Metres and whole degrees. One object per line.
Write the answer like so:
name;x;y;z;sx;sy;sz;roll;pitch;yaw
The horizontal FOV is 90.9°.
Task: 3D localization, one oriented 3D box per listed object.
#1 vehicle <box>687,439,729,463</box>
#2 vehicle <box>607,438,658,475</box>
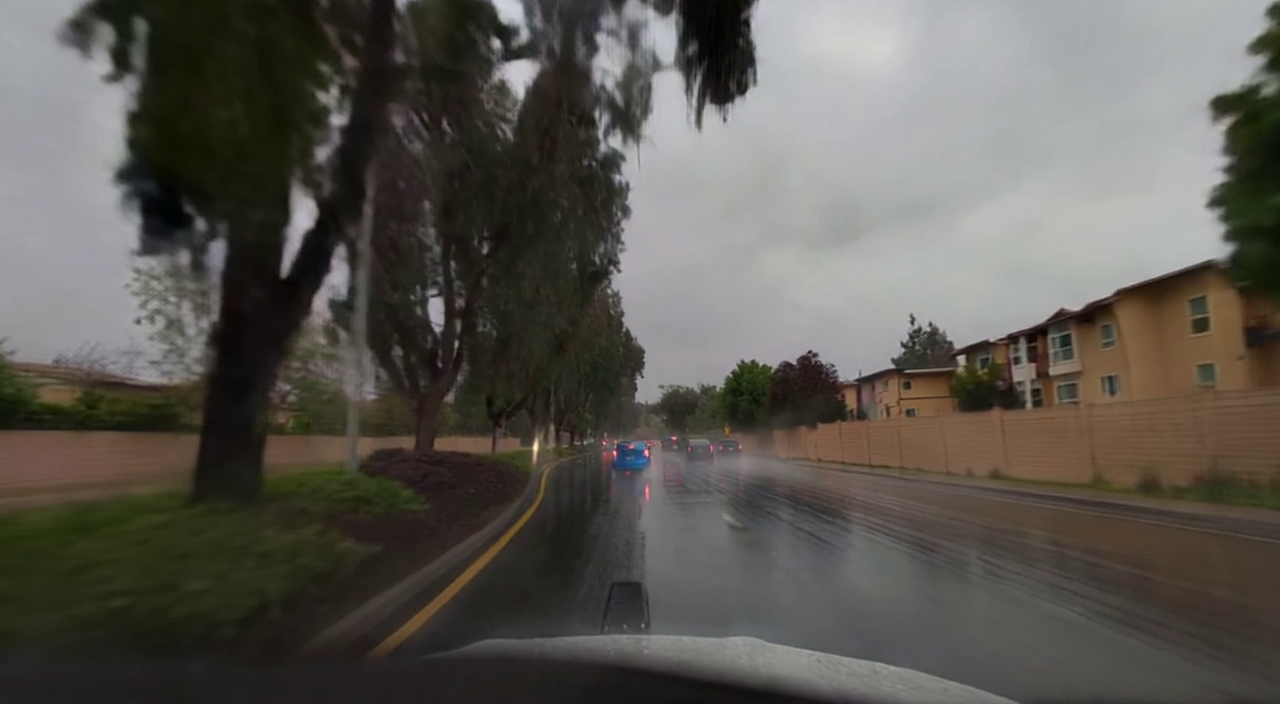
vehicle;4.451;6.570;41.872;2.067;1.514;4.188;0;-8;-3
vehicle;-0.318;4.588;27.930;2.102;1.481;3.907;0;-8;0
